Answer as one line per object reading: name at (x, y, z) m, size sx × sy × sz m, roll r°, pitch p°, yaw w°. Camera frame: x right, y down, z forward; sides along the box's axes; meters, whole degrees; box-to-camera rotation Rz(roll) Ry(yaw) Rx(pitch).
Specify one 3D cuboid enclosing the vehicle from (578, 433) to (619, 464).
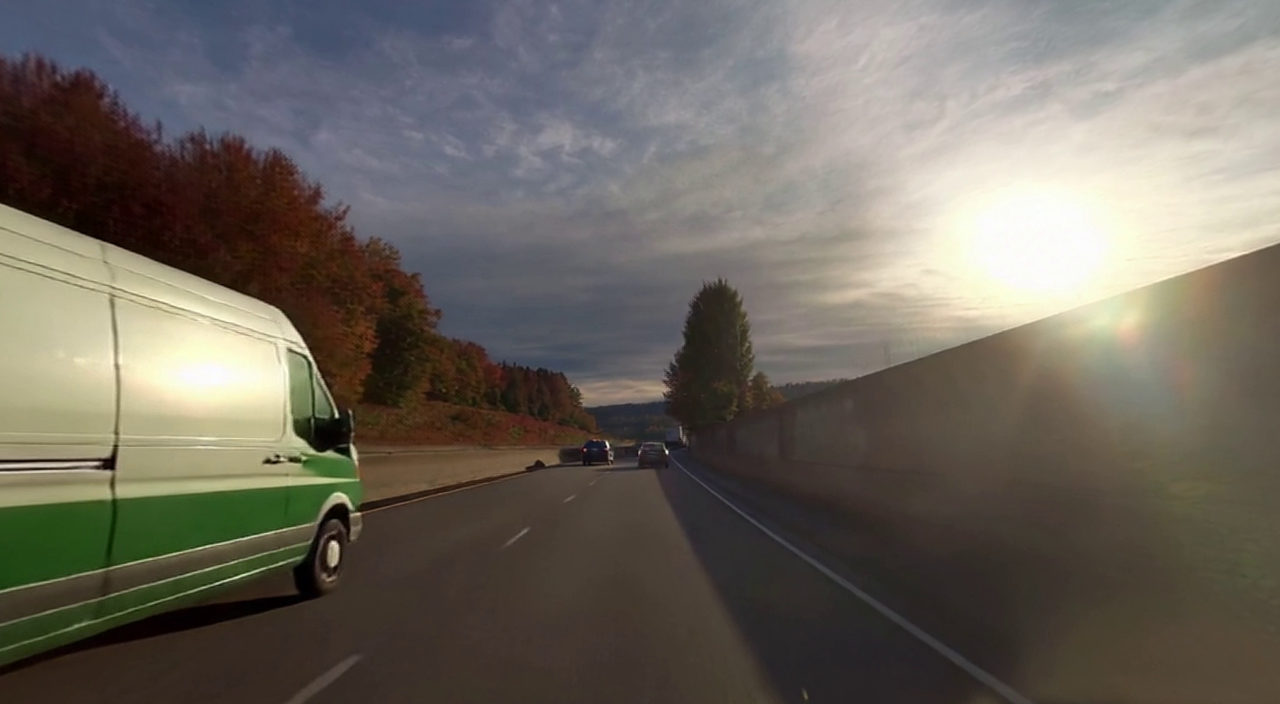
vehicle at (-2.744, 6.555, 42.857) m, size 2.199 × 1.973 × 5.078 m, roll 0°, pitch -8°, yaw 3°

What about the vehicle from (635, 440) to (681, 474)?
vehicle at (0.848, 4.995, 30.319) m, size 2.071 × 1.487 × 3.948 m, roll 0°, pitch -8°, yaw 1°

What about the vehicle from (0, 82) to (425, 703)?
vehicle at (-3.661, 0.497, 3.940) m, size 2.297 × 2.687 × 6.317 m, roll 0°, pitch -8°, yaw 1°
